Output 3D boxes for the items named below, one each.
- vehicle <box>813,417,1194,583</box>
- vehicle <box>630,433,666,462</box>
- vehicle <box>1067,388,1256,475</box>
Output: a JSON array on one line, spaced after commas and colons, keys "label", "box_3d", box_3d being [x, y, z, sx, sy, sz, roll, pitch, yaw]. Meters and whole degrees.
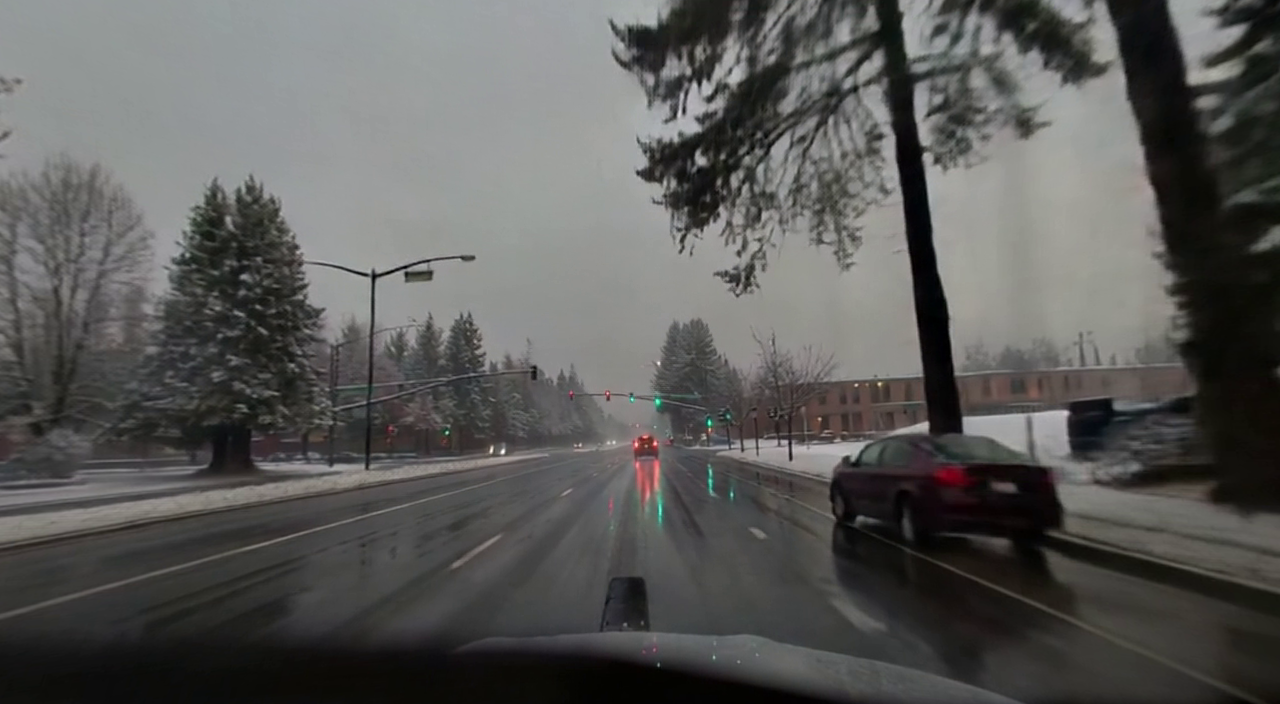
[{"label": "vehicle", "box_3d": [3.999, 1.701, 8.126, 2.269, 1.520, 4.410, 0, -8, 0]}, {"label": "vehicle", "box_3d": [0.494, 6.050, 40.113, 2.169, 1.751, 4.276, 0, -8, 0]}, {"label": "vehicle", "box_3d": [14.945, 2.337, 18.389, 2.197, 2.274, 3.589, 1, -8, -4]}]
